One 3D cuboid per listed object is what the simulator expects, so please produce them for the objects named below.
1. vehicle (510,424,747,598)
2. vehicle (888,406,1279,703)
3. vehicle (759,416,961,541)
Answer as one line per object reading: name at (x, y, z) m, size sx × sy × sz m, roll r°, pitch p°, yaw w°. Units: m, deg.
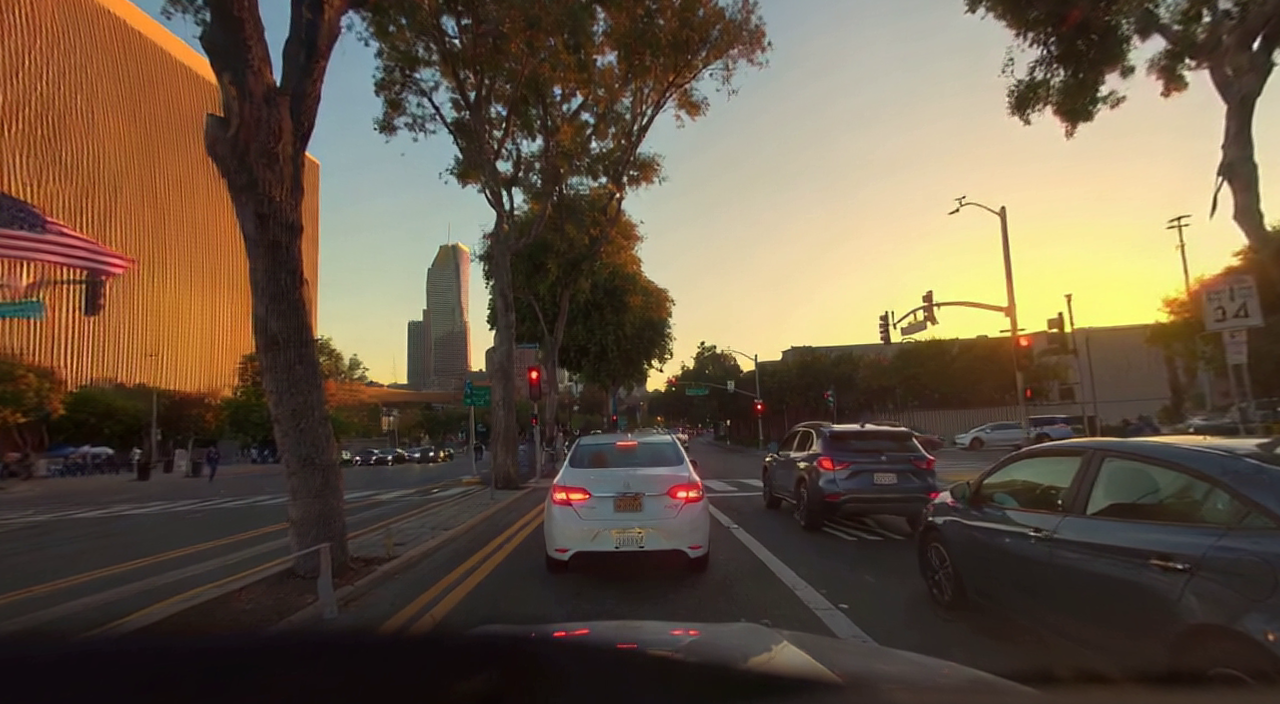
vehicle at (-0.109, 1.699, 7.558) m, size 2.096 × 1.521 × 3.747 m, roll 0°, pitch -8°, yaw 0°
vehicle at (3.382, 1.180, 4.022) m, size 1.833 × 1.465 × 4.258 m, roll 0°, pitch -8°, yaw -1°
vehicle at (3.520, 2.115, 11.217) m, size 1.978 × 1.738 × 4.599 m, roll 0°, pitch -8°, yaw 1°
